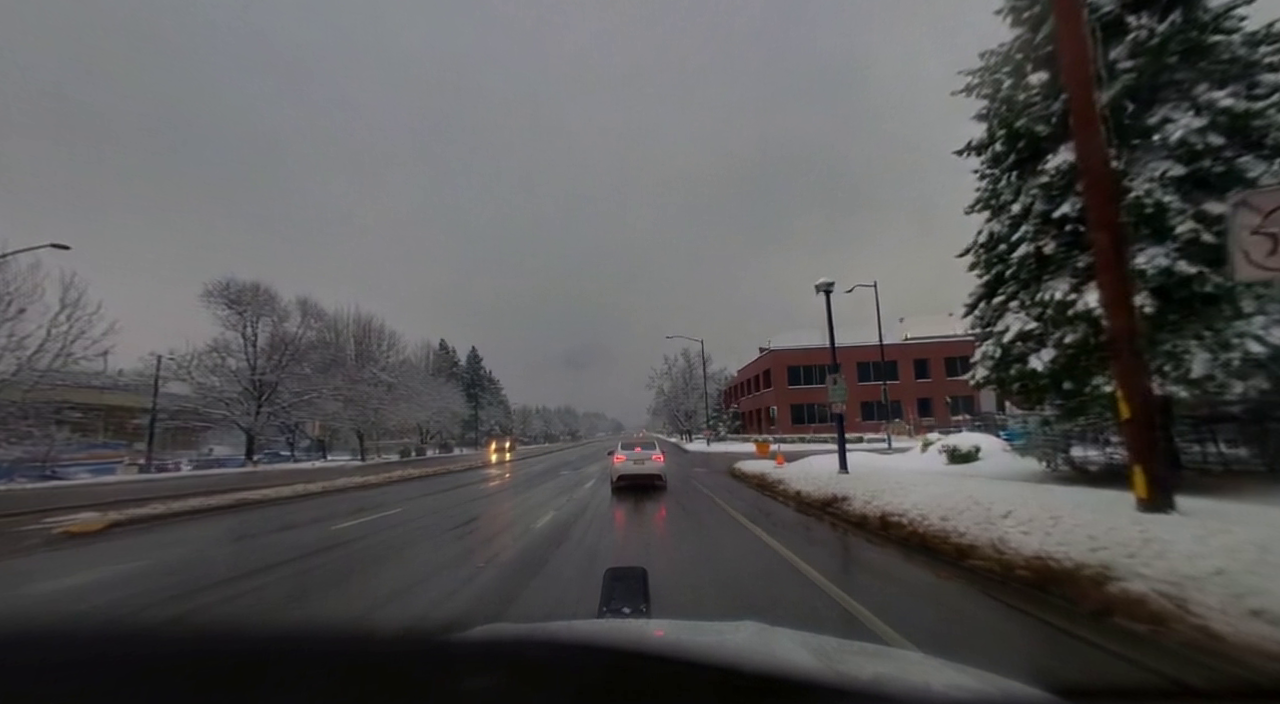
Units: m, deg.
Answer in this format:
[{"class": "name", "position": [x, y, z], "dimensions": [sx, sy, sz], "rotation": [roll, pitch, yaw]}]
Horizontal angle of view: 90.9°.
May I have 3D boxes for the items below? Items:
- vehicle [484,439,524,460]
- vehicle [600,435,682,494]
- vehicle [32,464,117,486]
[{"class": "vehicle", "position": [-10.136, 7.209, 46.780], "dimensions": [2.072, 1.465, 4.394], "rotation": [3, -9, -22]}, {"class": "vehicle", "position": [0.024, 3.220, 18.377], "dimensions": [2.112, 1.482, 4.076], "rotation": [0, -9, 0]}, {"class": "vehicle", "position": [-39.677, 8.627, 44.301], "dimensions": [4.111, 1.412, 1.777], "rotation": [0, -9, -3]}]
